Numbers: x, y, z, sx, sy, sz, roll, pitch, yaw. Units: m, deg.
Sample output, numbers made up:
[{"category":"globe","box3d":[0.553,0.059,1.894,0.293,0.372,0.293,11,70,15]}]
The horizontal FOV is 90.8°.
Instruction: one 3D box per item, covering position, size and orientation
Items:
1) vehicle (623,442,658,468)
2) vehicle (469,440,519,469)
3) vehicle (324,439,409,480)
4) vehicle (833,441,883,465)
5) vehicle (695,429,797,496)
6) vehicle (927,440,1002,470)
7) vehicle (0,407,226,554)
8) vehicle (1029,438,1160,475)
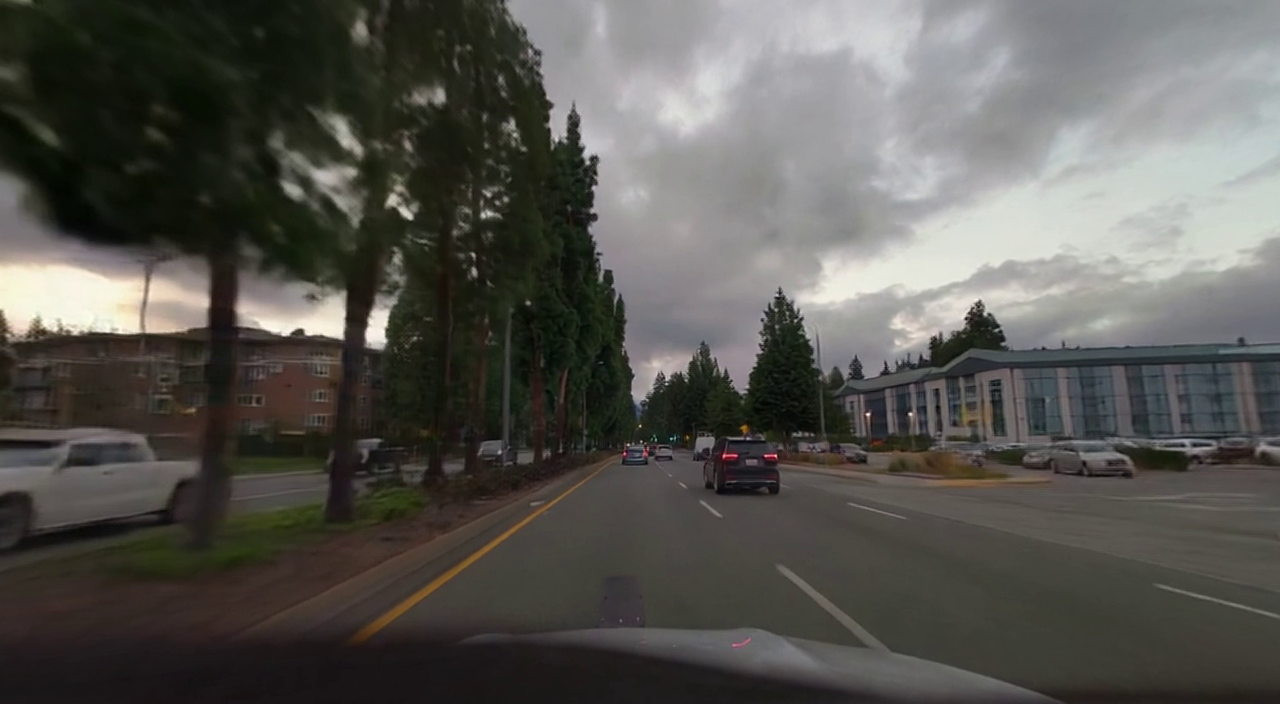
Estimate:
[{"category":"vehicle","box3d":[-0.008,6.570,40.580,2.145,1.572,4.021,0,-9,-1]},{"category":"vehicle","box3d":[-9.232,6.521,40.261,2.093,1.728,4.735,0,-9,-1]},{"category":"vehicle","box3d":[-12.712,5.019,29.685,1.937,1.737,4.398,0,-9,1]},{"category":"vehicle","box3d":[15.836,7.368,46.151,1.812,1.687,4.579,1,-9,-4]},{"category":"vehicle","box3d":[3.125,3.420,19.884,2.235,1.806,4.818,0,-9,-2]},{"category":"vehicle","box3d":[19.213,6.131,37.670,1.936,1.659,4.365,0,-9,-3]},{"category":"vehicle","box3d":[-9.304,1.941,10.019,2.165,1.863,4.880,0,-9,-1]},{"category":"vehicle","box3d":[20.583,4.756,28.737,4.475,1.592,1.841,0,-9,-1]}]
